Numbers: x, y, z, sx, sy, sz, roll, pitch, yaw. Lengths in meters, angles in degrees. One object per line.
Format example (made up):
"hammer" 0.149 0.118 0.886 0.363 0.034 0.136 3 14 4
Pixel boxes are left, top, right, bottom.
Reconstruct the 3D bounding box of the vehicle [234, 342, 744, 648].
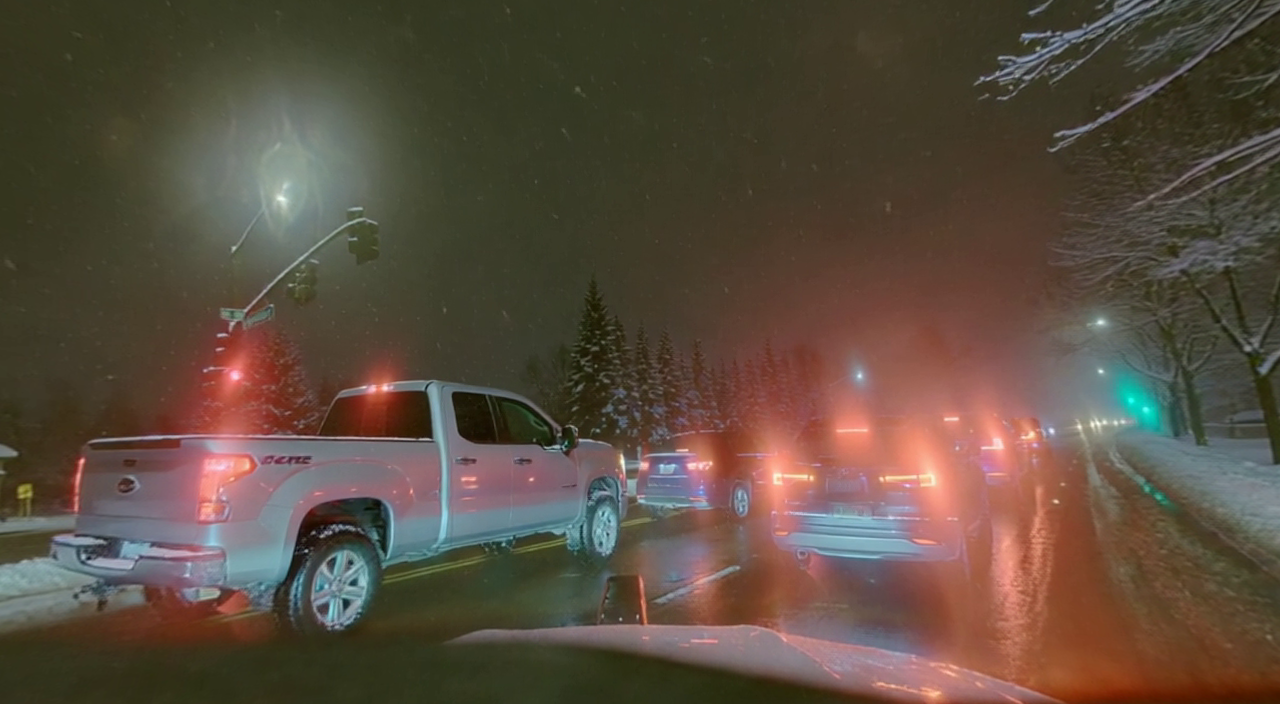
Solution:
"vehicle" -0.876 1.405 7.464 2.272 2.016 6.146 -5 -10 28

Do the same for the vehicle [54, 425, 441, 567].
"vehicle" -5.926 2.137 10.298 1.982 1.712 4.862 -6 -10 34

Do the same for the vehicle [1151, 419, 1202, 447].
"vehicle" 35.814 5.470 42.241 2.183 1.714 4.491 -6 -11 36

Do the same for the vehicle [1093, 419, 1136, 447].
"vehicle" 32.813 5.668 43.725 2.160 1.790 4.303 -6 -10 35

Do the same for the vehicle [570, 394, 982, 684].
"vehicle" 1.712 1.375 5.995 2.027 1.549 4.801 -6 -10 35
